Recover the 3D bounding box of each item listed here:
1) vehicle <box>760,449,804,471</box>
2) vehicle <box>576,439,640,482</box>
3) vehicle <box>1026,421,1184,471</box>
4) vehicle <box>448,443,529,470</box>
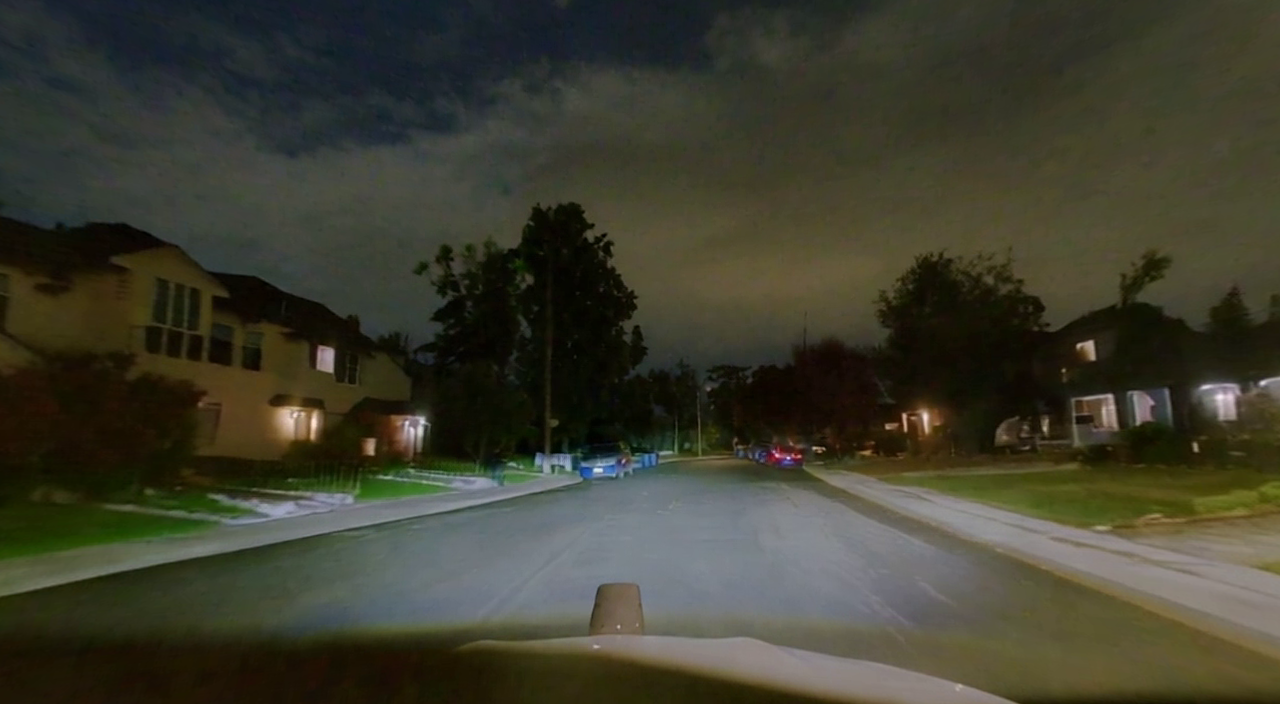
[{"bbox_3d":[9.837,7.482,44.121,1.984,1.437,4.726,0,-9,0],"label":"vehicle"},{"bbox_3d":[-1.396,5.027,29.781,2.215,1.859,4.765,-1,-8,7],"label":"vehicle"},{"bbox_3d":[16.802,3.406,22.955,4.384,1.688,1.956,1,-8,-8],"label":"vehicle"},{"bbox_3d":[-8.795,6.050,36.755,4.376,1.458,2.046,2,-8,-14],"label":"vehicle"}]
